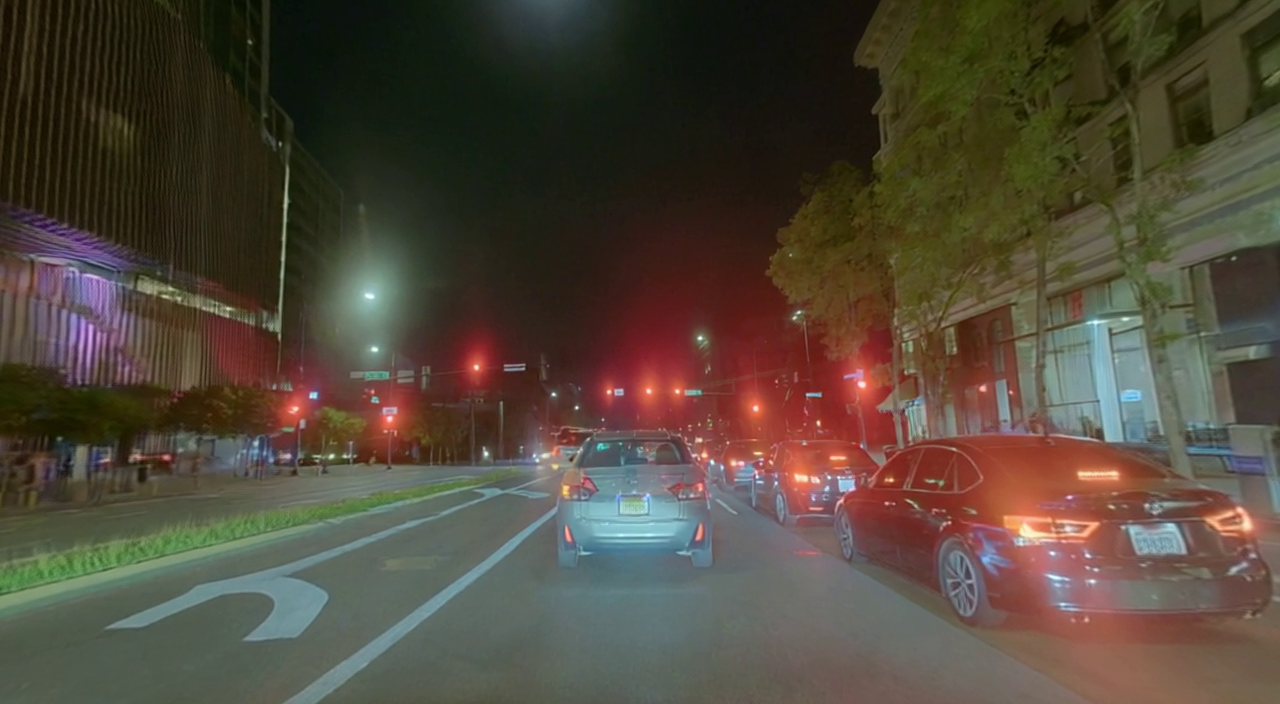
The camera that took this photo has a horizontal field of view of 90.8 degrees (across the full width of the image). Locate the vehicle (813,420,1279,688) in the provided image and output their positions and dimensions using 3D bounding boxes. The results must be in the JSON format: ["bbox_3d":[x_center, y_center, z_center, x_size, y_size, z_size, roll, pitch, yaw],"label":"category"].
[{"bbox_3d":[3.223,1.454,5.818,1.912,1.454,4.537,0,-9,-1],"label":"vehicle"}]

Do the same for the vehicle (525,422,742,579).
[{"bbox_3d":[-0.099,1.757,8.254,2.118,1.512,4.013,0,-9,-1],"label":"vehicle"}]

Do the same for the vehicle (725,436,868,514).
[{"bbox_3d":[3.317,2.714,14.436,1.996,1.469,4.495,0,-9,-2],"label":"vehicle"}]
